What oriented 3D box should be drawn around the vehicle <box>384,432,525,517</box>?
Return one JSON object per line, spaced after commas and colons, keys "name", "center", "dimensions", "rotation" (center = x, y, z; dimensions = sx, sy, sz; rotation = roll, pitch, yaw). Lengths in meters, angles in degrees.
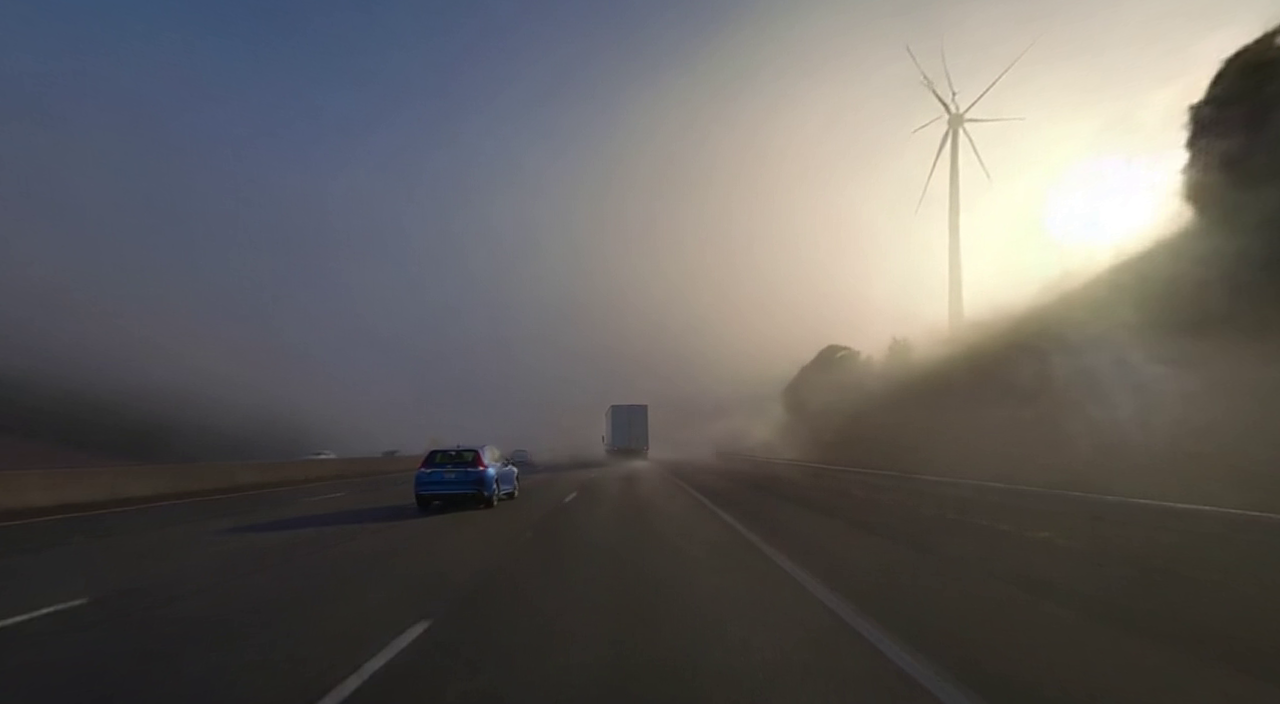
{"name": "vehicle", "center": [-4.054, 2.719, 14.487], "dimensions": [2.109, 1.684, 3.783], "rotation": [0, -8, -1]}
